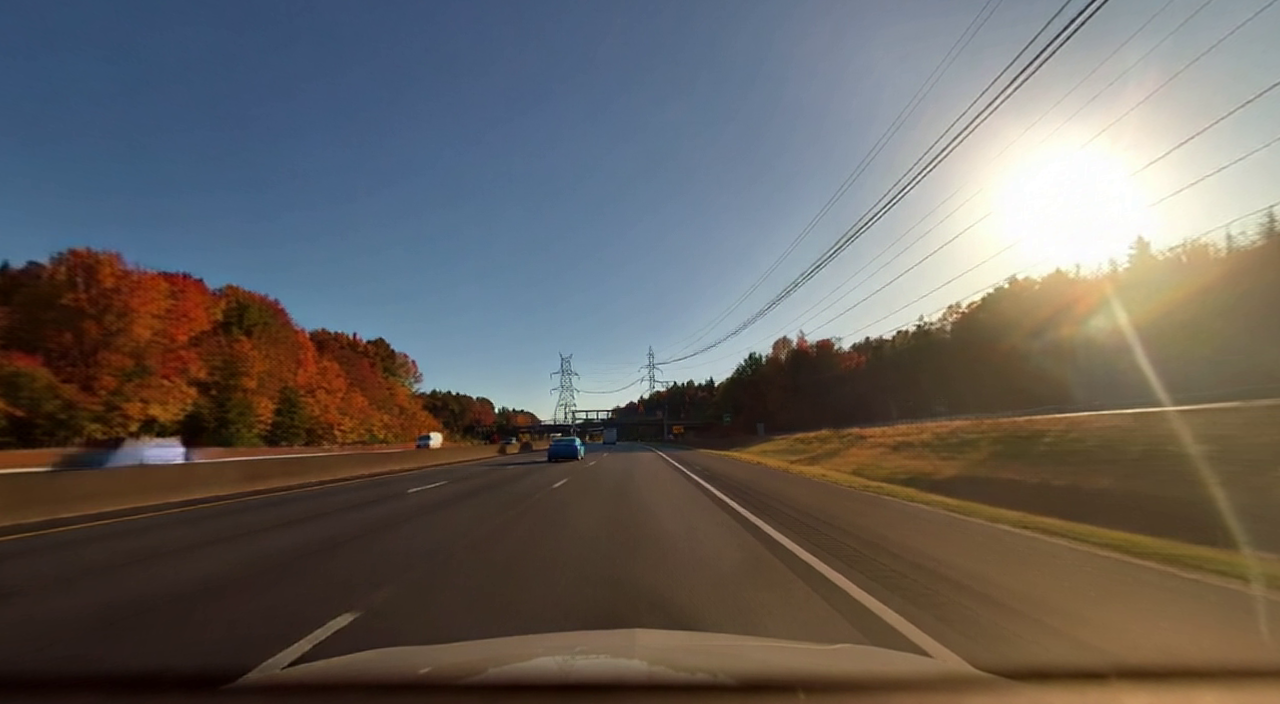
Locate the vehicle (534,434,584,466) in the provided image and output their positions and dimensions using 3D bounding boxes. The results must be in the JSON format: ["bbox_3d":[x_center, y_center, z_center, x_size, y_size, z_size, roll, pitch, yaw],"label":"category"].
[{"bbox_3d":[-3.980,4.852,31.469,2.025,1.475,4.379,0,-8,-1],"label":"vehicle"}]

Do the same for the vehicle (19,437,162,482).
[{"bbox_3d":[-20.417,3.961,23.607,1.780,1.501,3.986,0,-8,-1],"label":"vehicle"}]
